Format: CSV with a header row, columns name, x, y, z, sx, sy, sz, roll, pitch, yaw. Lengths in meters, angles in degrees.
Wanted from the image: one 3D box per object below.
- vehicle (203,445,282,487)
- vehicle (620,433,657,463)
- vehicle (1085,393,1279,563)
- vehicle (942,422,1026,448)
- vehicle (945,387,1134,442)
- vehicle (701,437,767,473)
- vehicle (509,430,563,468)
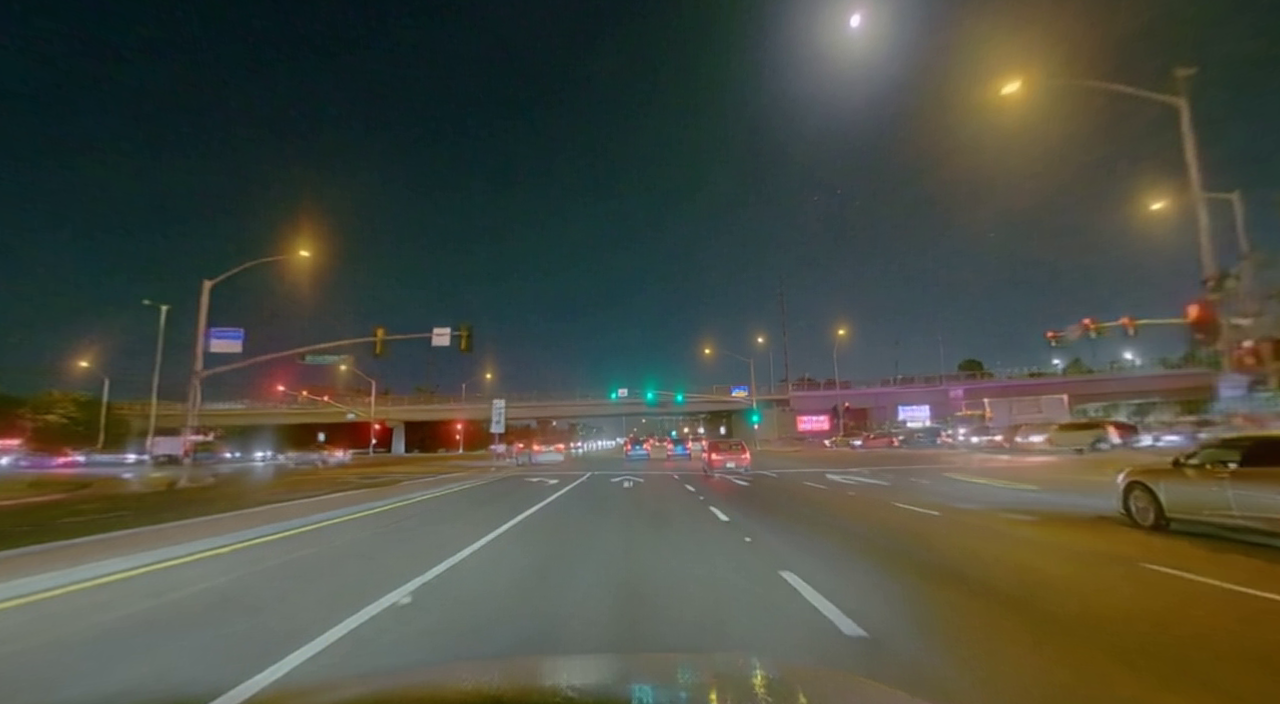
name,x,y,z,sx,sy,sz,roll,pitch,yaw
vehicle,-17.366,4.946,27.662,2.073,1.607,4.669,3,-8,-23
vehicle,-0.120,5.928,38.958,2.172,1.694,4.055,0,-8,0
vehicle,7.251,1.307,6.687,1.964,1.647,4.114,0,-8,0
vehicle,24.485,5.950,44.877,4.835,1.536,1.984,-6,-10,14
vehicle,29.610,4.816,47.223,11.347,3.908,3.080,-2,-8,14
vehicle,3.906,4.334,26.733,2.156,1.404,4.120,0,-8,0
vehicle,-6.152,5.595,36.519,2.485,2.012,5.498,2,-8,-16
